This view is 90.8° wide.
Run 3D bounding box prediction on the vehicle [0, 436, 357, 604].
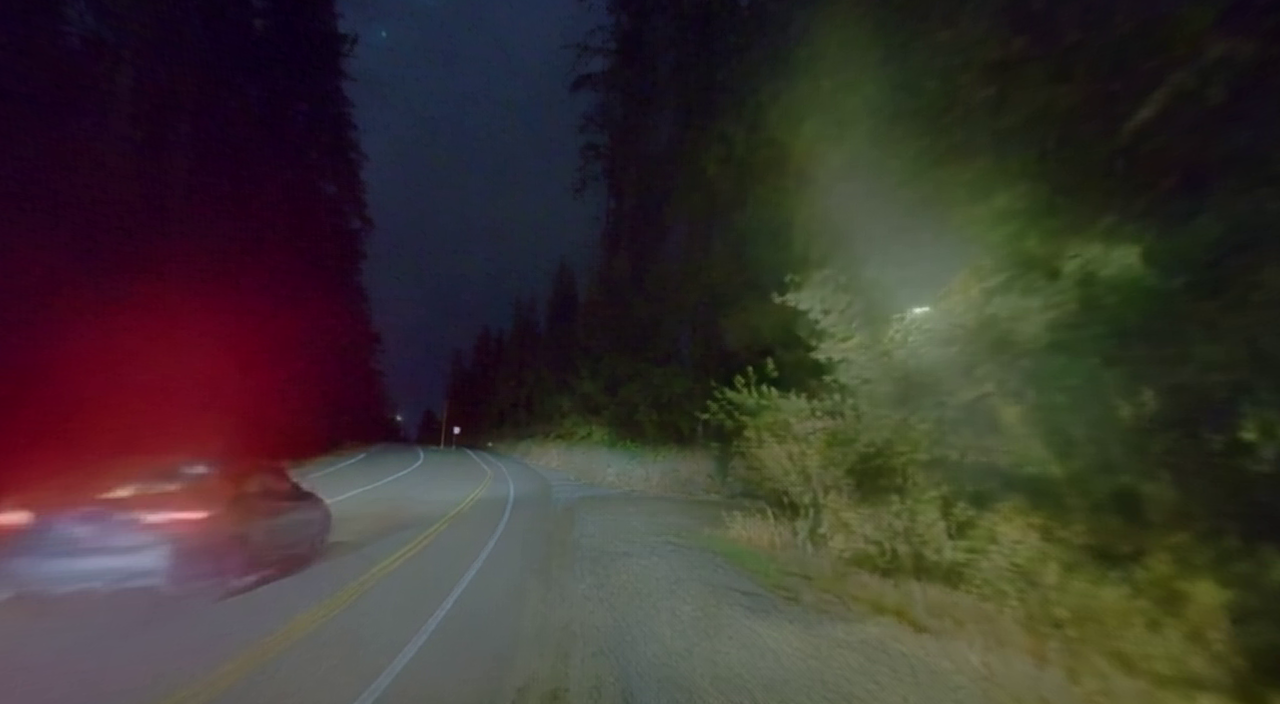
[{"bbox_3d":[-5.419,1.855,7.955,2.042,1.483,4.288,0,-9,-5],"label":"vehicle"}]
